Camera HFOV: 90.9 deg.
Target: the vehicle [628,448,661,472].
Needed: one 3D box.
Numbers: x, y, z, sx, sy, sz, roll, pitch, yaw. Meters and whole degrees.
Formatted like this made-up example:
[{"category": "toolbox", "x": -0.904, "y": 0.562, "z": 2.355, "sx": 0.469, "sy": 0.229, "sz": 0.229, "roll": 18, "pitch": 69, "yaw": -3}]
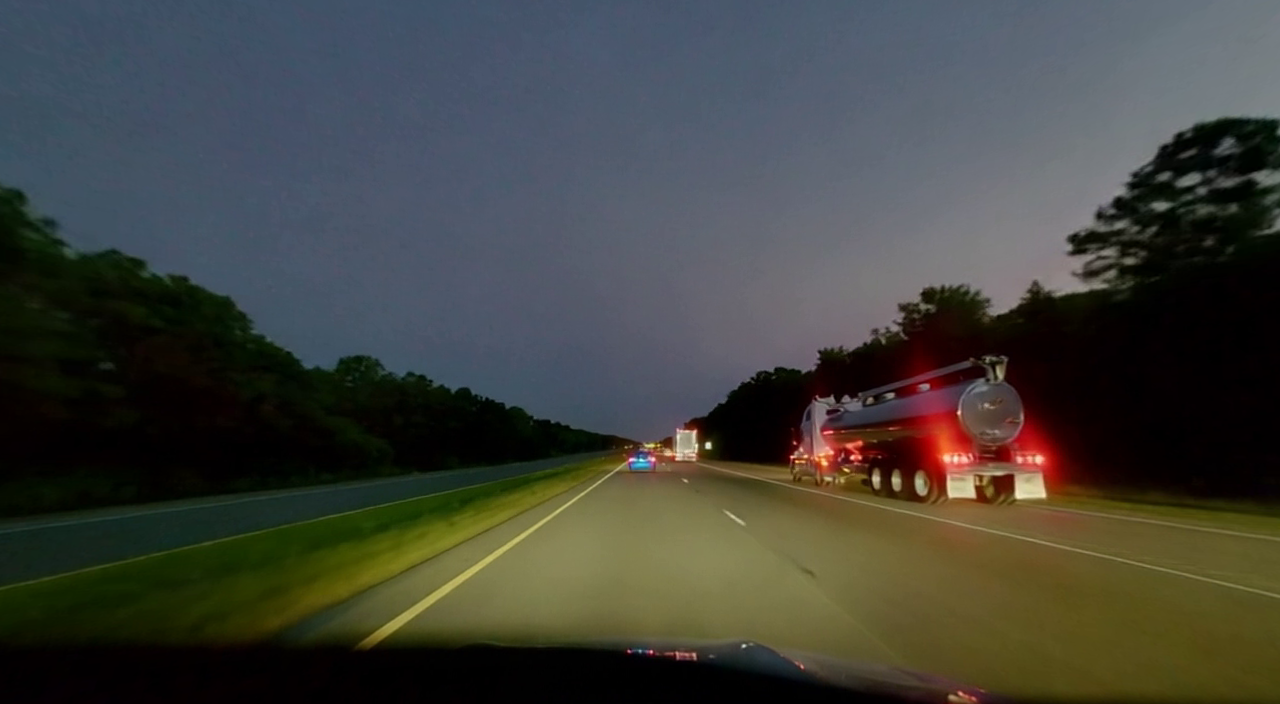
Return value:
[{"category": "vehicle", "x": 0.243, "y": 6.574, "z": 38.384, "sx": 1.926, "sy": 1.386, "sz": 3.615, "roll": 0, "pitch": -9, "yaw": 0}]
